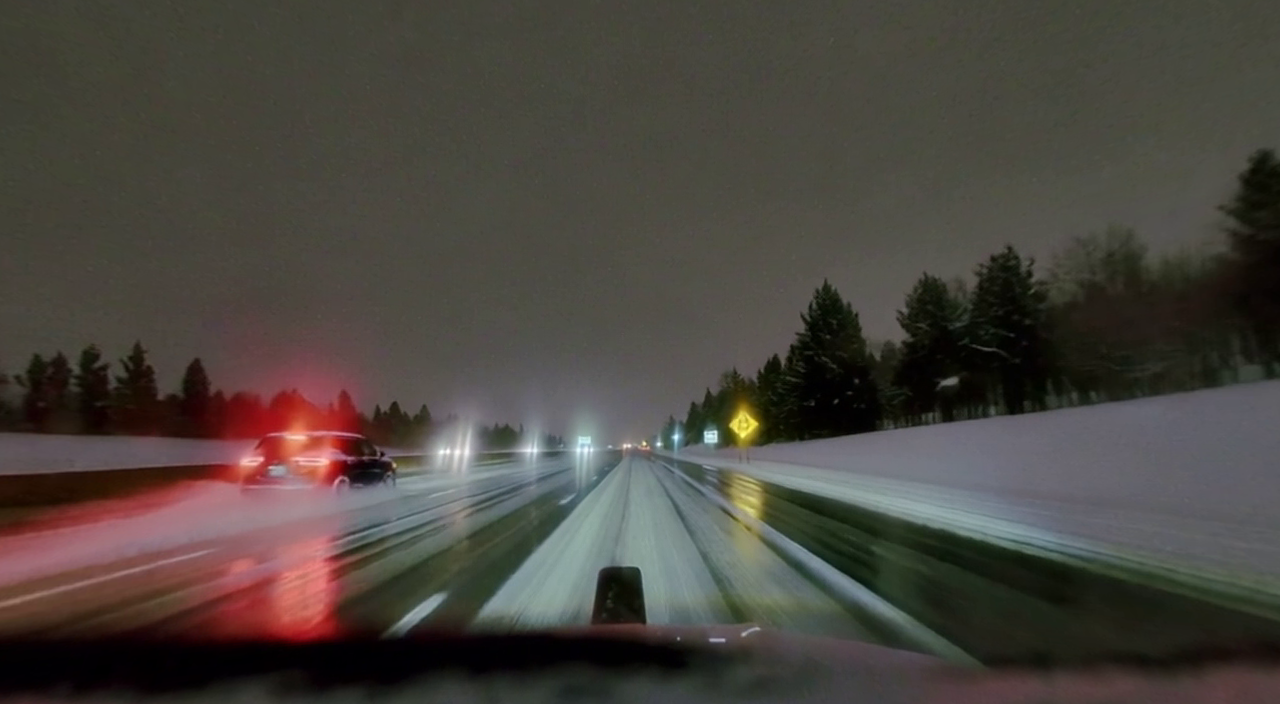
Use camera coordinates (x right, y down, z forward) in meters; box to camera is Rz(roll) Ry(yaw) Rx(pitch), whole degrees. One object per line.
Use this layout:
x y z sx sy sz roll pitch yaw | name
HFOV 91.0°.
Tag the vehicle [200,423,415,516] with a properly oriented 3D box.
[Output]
-6.931 2.505 13.904 2.109 1.692 4.712 0 -9 1 | vehicle
